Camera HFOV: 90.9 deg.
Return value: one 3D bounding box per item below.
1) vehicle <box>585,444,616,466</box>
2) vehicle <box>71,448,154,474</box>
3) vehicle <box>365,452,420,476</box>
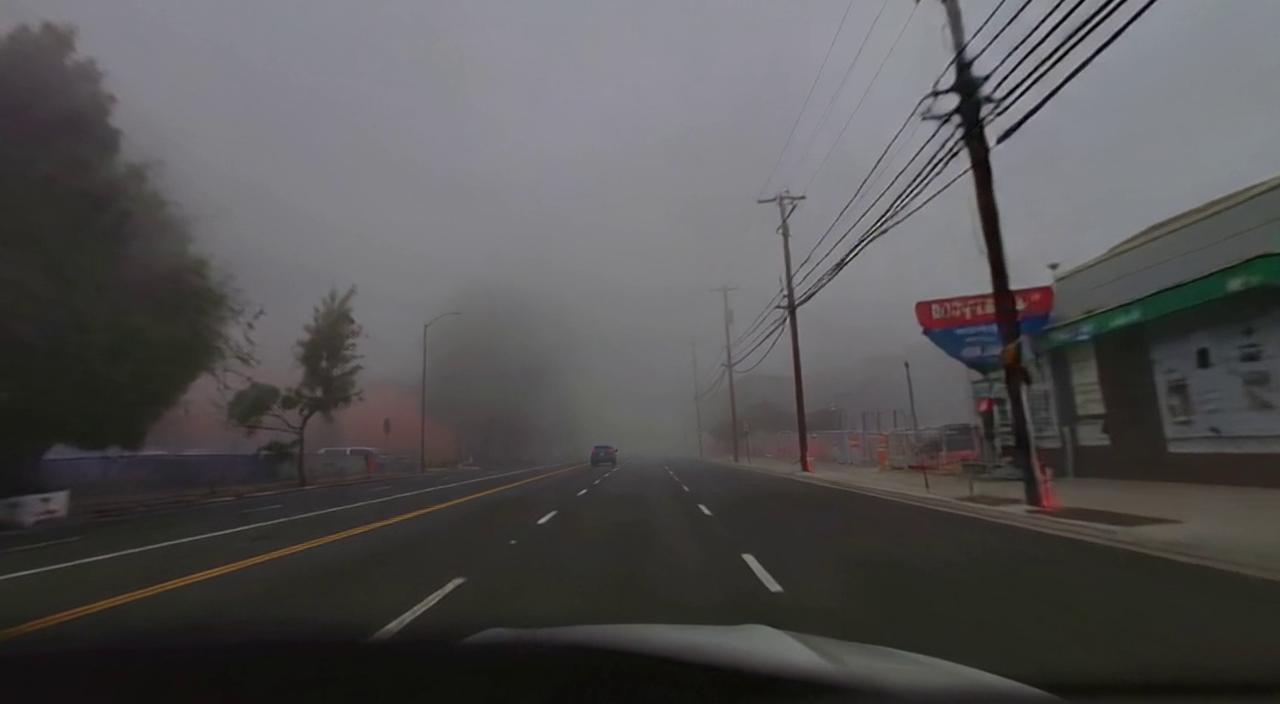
[{"bbox_3d":[-2.983,7.887,48.630,2.036,1.589,4.549,-1,-8,2],"label":"vehicle"},{"bbox_3d":[-39.919,8.264,47.809,4.290,1.788,2.165,0,-8,-1],"label":"vehicle"},{"bbox_3d":[-17.056,7.734,43.655,1.995,1.460,4.802,-1,-8,-2],"label":"vehicle"}]
